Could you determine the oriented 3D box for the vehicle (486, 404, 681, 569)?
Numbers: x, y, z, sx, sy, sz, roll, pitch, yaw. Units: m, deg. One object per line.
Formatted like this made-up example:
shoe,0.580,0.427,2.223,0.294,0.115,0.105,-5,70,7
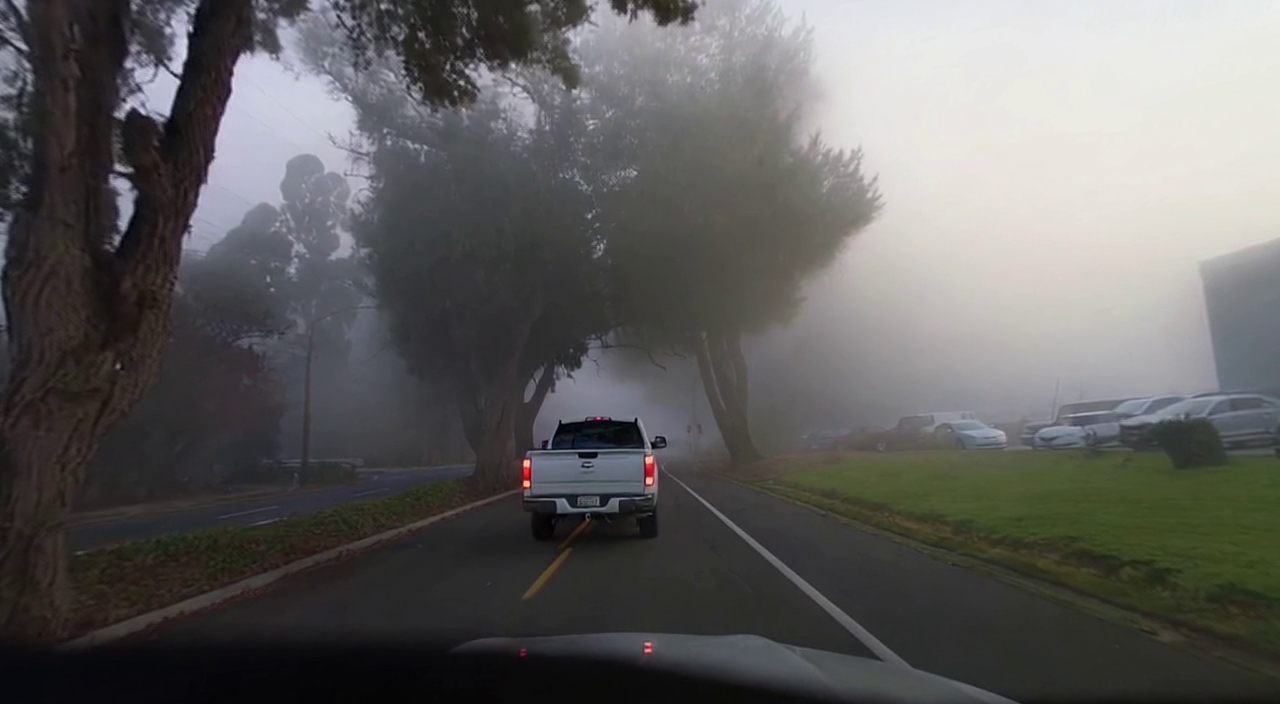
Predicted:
vehicle,-0.585,1.867,9.597,2.157,1.816,5.039,0,-9,1
